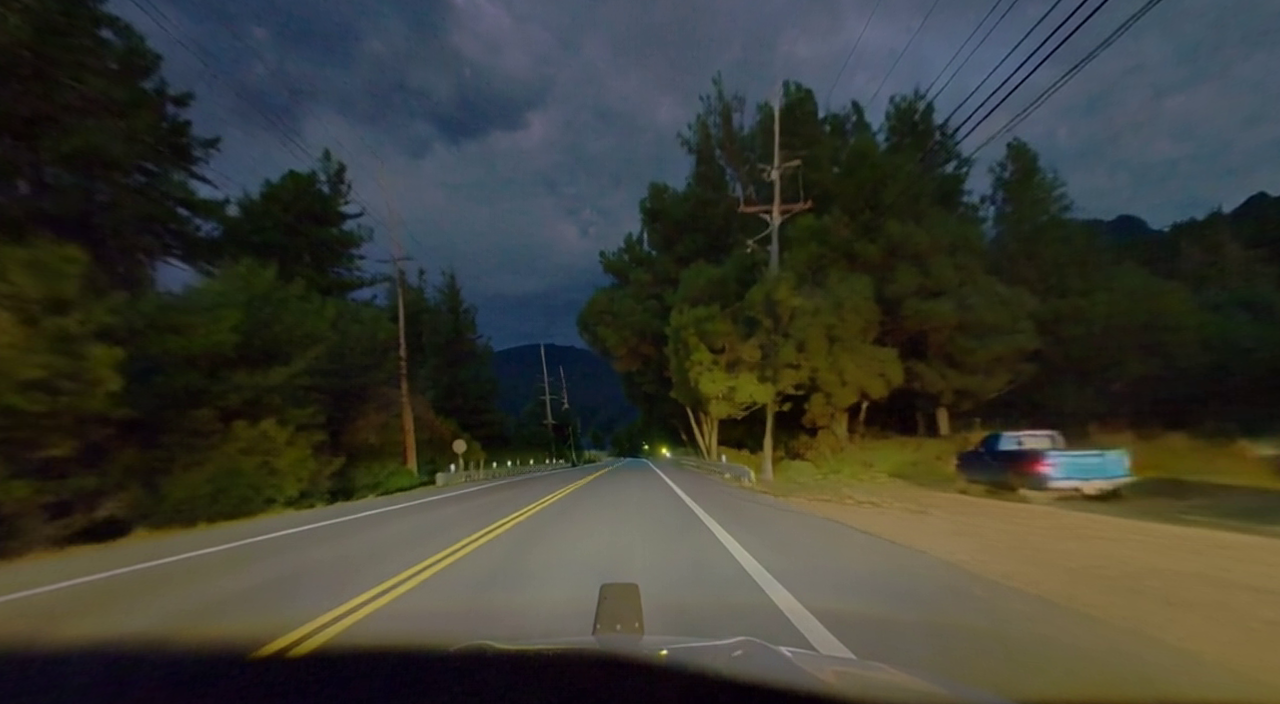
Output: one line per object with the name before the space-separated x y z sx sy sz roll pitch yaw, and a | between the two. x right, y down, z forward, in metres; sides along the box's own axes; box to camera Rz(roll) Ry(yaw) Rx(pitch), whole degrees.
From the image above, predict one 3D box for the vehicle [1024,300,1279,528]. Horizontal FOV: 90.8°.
vehicle | 14.699 1.533 14.497 3.172 4.493 18.371 -2 -9 9
